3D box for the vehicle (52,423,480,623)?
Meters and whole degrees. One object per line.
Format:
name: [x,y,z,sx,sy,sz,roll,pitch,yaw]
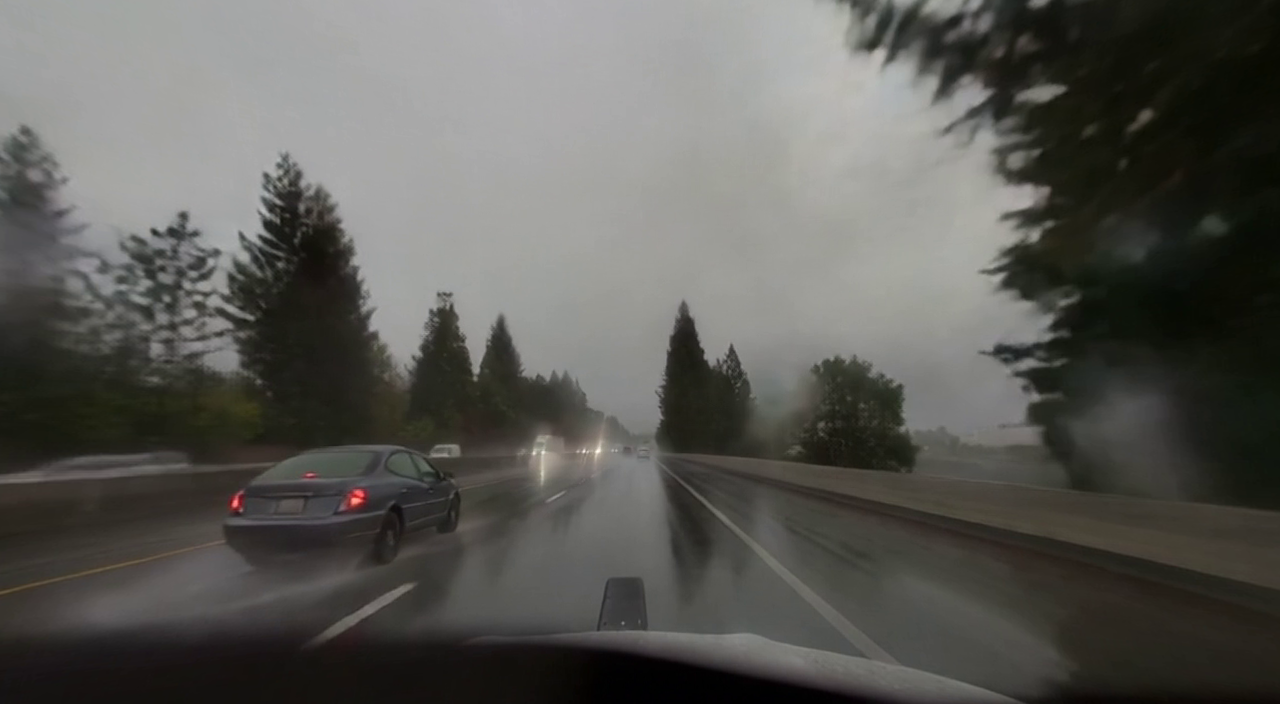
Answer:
vehicle: [-3.441,1.668,7.160,1.969,1.505,4.636,0,-9,1]
